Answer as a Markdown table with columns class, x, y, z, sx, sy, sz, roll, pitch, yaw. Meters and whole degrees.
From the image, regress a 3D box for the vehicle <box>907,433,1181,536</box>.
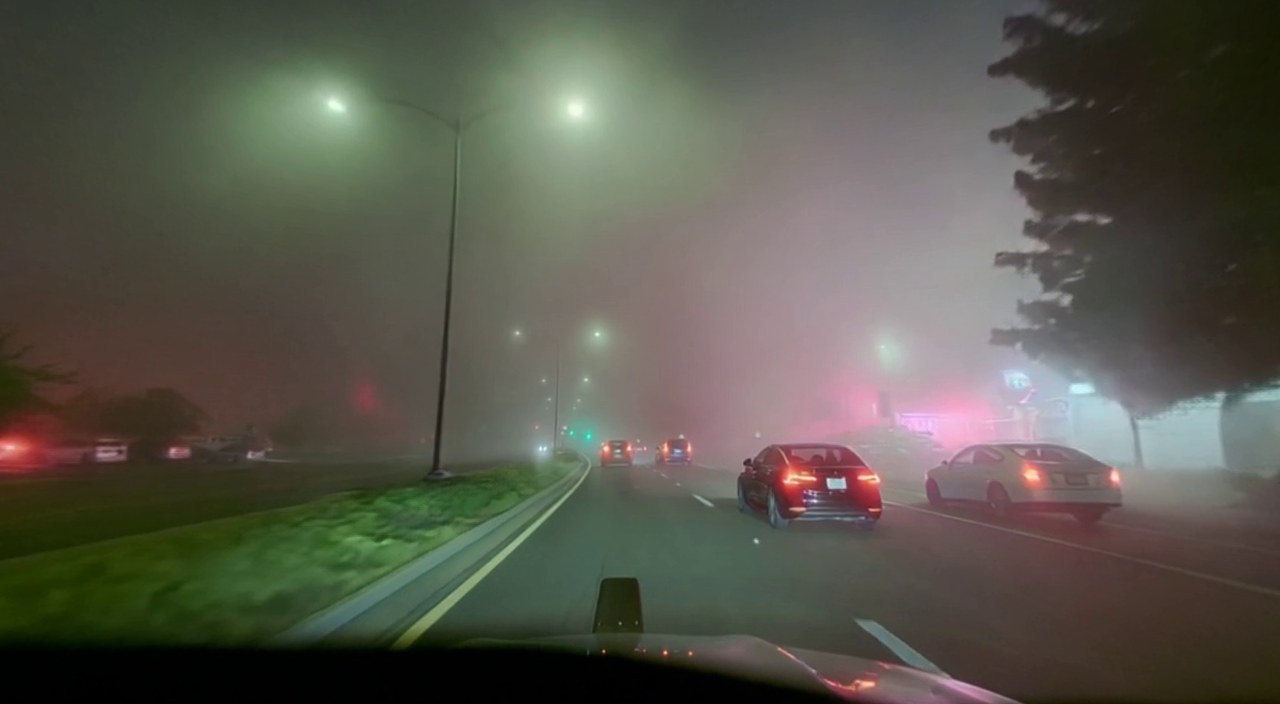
| class | x | y | z | sx | sy | sz | roll | pitch | yaw |
| --- | --- | --- | --- | --- | --- | --- | --- | --- | --- |
| vehicle | 6.758 | 2.220 | 11.248 | 1.917 | 1.457 | 4.274 | 0 | -8 | -2 |

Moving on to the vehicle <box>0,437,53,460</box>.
| class | x | y | z | sx | sy | sz | roll | pitch | yaw |
| --- | --- | --- | --- | --- | --- | --- | --- | --- | --- |
| vehicle | -44.087 | 6.709 | 43.840 | 4.194 | 1.492 | 2.033 | 0 | -8 | -3 |

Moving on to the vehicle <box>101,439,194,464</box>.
| class | x | y | z | sx | sy | sz | roll | pitch | yaw |
| --- | --- | --- | --- | --- | --- | --- | --- | --- | --- |
| vehicle | -30.819 | 6.204 | 39.489 | 4.040 | 1.501 | 2.088 | 1 | -8 | -4 |

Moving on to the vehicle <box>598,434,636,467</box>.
| class | x | y | z | sx | sy | sz | roll | pitch | yaw |
| --- | --- | --- | --- | --- | --- | --- | --- | --- | --- |
| vehicle | -1.411 | 5.812 | 37.308 | 2.051 | 1.798 | 4.168 | 1 | -8 | -4 |

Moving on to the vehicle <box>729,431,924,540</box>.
| class | x | y | z | sx | sy | sz | roll | pitch | yaw |
| --- | --- | --- | --- | --- | --- | --- | --- | --- | --- |
| vehicle | 2.851 | 2.131 | 10.751 | 1.883 | 1.452 | 4.258 | 0 | -8 | -2 |

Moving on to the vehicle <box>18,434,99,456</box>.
| class | x | y | z | sx | sy | sz | roll | pitch | yaw |
| --- | --- | --- | --- | --- | --- | --- | --- | --- | --- |
| vehicle | -44.805 | 7.191 | 48.541 | 4.087 | 1.669 | 1.869 | 1 | -8 | -8 |

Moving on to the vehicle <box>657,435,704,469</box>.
| class | x | y | z | sx | sy | sz | roll | pitch | yaw |
| --- | --- | --- | --- | --- | --- | --- | --- | --- | --- |
| vehicle | 2.172 | 5.523 | 35.053 | 2.000 | 1.745 | 4.206 | 1 | -8 | -5 |
